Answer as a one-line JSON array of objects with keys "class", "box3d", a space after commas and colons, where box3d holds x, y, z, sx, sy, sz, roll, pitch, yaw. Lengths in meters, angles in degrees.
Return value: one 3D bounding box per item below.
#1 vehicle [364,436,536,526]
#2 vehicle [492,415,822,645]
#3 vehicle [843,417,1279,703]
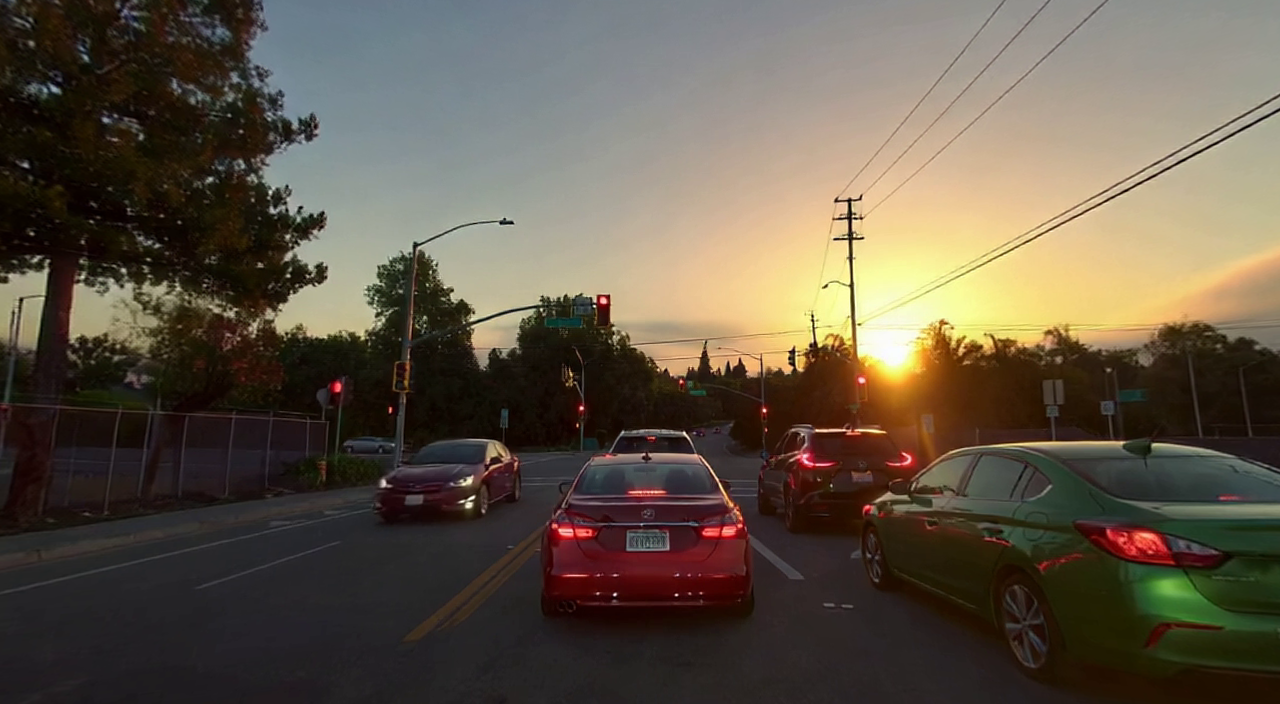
[{"class": "vehicle", "box3d": [-3.529, 2.474, 12.739, 1.959, 1.456, 4.488, 0, -8, 2]}, {"class": "vehicle", "box3d": [0.075, 1.498, 6.413, 2.170, 1.497, 4.369, 0, -8, -1]}, {"class": "vehicle", "box3d": [3.091, 1.240, 4.134, 2.027, 1.432, 4.431, 0, -8, 0]}]
